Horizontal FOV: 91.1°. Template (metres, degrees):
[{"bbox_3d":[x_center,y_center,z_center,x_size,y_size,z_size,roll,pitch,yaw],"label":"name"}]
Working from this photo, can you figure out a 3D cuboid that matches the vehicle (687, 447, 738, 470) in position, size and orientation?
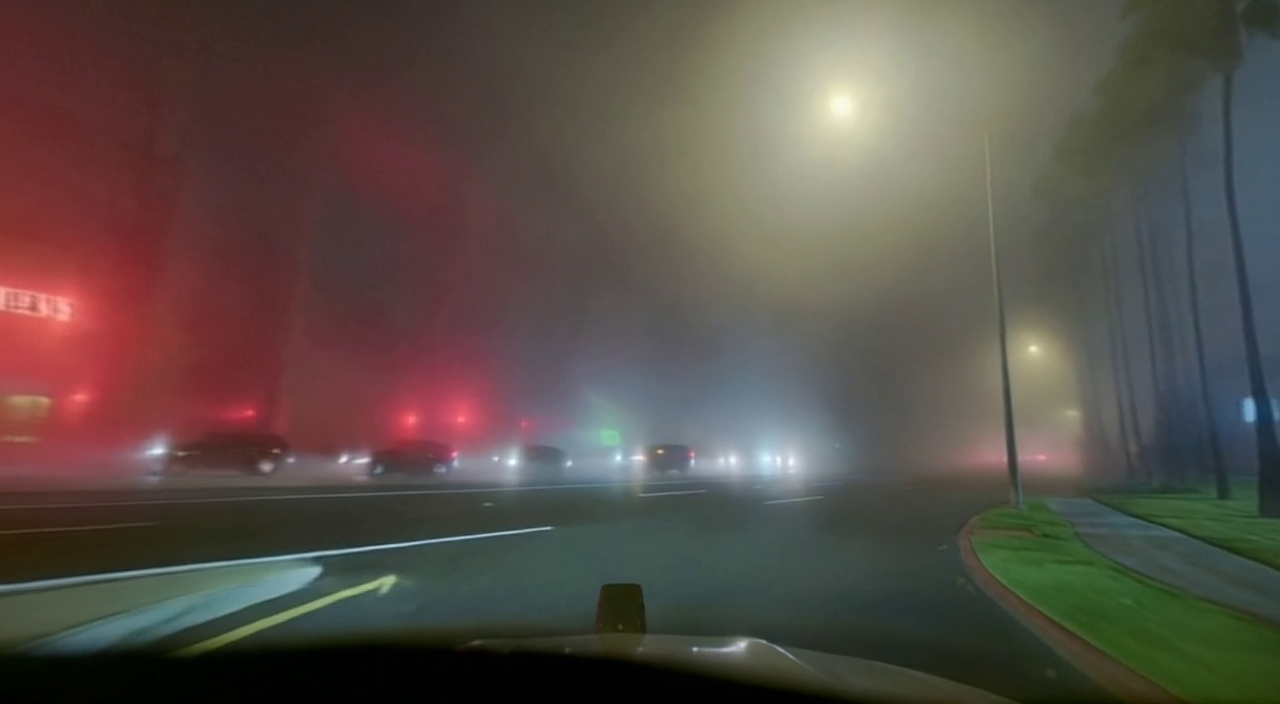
[{"bbox_3d":[5.441,7.878,46.686,1.813,1.535,4.306,-6,-11,37],"label":"vehicle"}]

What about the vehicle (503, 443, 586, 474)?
[{"bbox_3d":[-5.049,5.668,33.516,1.857,1.474,4.291,-9,-12,36],"label":"vehicle"}]

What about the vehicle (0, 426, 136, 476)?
[{"bbox_3d":[-24.285,3.986,25.383,2.071,1.839,5.616,-6,-10,37],"label":"vehicle"}]

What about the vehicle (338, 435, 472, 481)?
[{"bbox_3d":[-8.771,3.958,23.785,1.844,1.543,4.356,-6,-10,37],"label":"vehicle"}]

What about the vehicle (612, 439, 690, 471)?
[{"bbox_3d":[0.799,6.742,41.304,2.184,1.904,5.617,-9,-12,37],"label":"vehicle"}]

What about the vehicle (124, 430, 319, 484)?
[{"bbox_3d":[-14.022,3.553,21.381,1.865,1.593,5.112,-9,-12,37],"label":"vehicle"}]
